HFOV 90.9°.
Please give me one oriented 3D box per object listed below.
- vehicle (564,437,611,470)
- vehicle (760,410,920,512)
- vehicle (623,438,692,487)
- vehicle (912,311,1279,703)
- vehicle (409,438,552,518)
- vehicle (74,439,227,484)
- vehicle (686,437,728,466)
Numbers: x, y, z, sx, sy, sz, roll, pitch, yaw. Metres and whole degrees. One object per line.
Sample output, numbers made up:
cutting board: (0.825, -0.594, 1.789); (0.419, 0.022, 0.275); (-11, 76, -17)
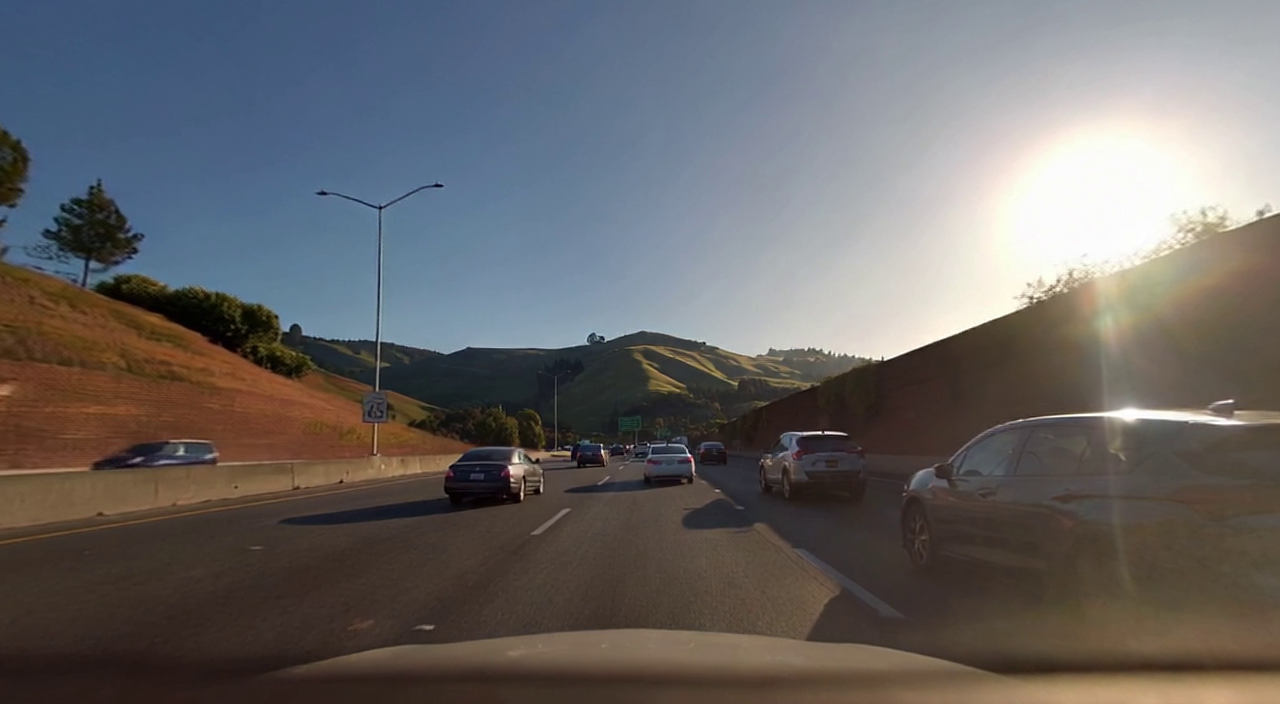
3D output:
vehicle: (-2.928, 5.781, 36.182); (2.154, 1.793, 4.736); (0, -8, 1)
vehicle: (4.155, 2.360, 14.066); (1.970, 1.872, 4.575); (0, -8, -1)
vehicle: (0.523, 3.661, 21.225); (2.105, 1.471, 3.978); (0, -8, 0)
vehicle: (3.710, 0.945, 4.076); (1.930, 1.831, 4.344); (0, -8, 0)
vehicle: (-3.284, 2.669, 13.977); (1.961, 1.456, 4.362); (0, -8, 1)
vehicle: (-21.453, 4.788, 28.091); (2.205, 1.769, 5.650); (0, -8, 1)
vehicle: (3.678, 5.532, 35.213); (1.855, 1.513, 3.915); (0, -8, -1)
